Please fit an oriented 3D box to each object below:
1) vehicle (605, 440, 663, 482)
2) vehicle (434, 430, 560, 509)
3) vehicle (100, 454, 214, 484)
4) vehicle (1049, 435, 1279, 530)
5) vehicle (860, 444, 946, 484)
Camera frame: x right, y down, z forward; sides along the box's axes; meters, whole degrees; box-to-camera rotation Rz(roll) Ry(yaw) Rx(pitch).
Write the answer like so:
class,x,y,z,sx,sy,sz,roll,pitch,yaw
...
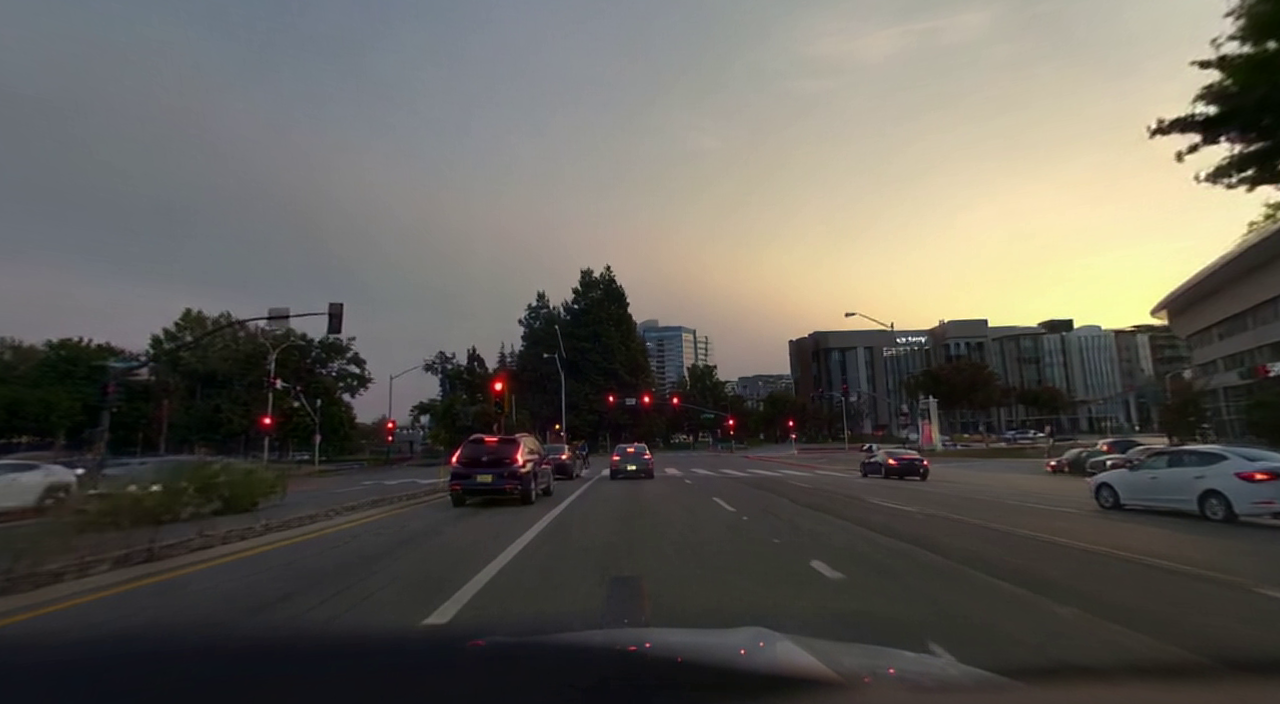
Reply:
class,x,y,z,sx,sy,sz,roll,pitch,yaw
vehicle,-0.247,4.191,24.569,2.059,1.477,3.988,0,-8,-1
vehicle,-3.357,2.867,15.878,2.057,1.678,4.639,0,-8,0
vehicle,-26.415,6.411,34.688,4.687,1.482,1.914,4,-10,-29
vehicle,10.329,2.380,12.158,1.936,1.474,4.331,0,-8,0
vehicle,11.052,4.696,26.808,1.935,1.435,4.141,4,-8,1
